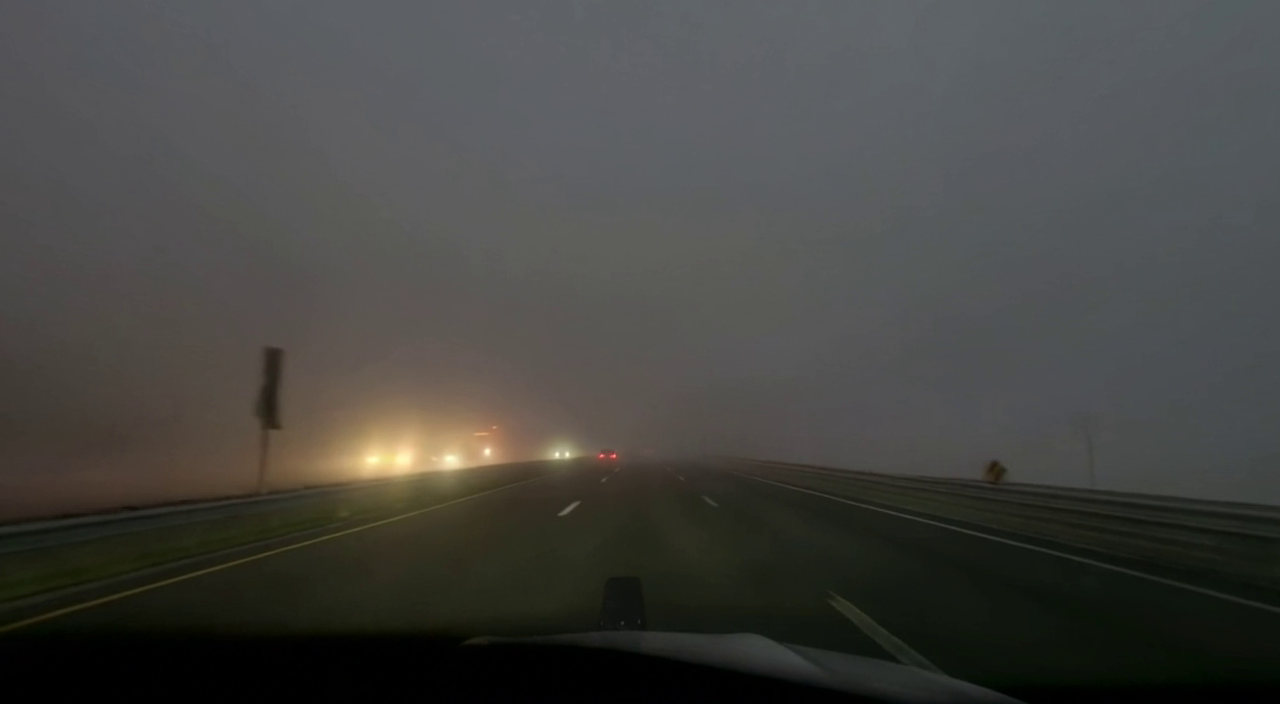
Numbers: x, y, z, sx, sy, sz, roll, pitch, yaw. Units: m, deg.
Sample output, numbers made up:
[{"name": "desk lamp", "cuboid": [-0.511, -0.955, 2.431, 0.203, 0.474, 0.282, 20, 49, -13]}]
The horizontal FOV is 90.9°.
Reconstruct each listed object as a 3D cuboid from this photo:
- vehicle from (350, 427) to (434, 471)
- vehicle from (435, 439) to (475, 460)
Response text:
[{"name": "vehicle", "cuboid": [-14.558, 5.793, 37.610, 2.230, 2.369, 6.640, 0, -9, 1]}, {"name": "vehicle", "cuboid": [-14.360, 7.593, 49.100, 1.753, 1.556, 4.053, 0, -9, 1]}]
